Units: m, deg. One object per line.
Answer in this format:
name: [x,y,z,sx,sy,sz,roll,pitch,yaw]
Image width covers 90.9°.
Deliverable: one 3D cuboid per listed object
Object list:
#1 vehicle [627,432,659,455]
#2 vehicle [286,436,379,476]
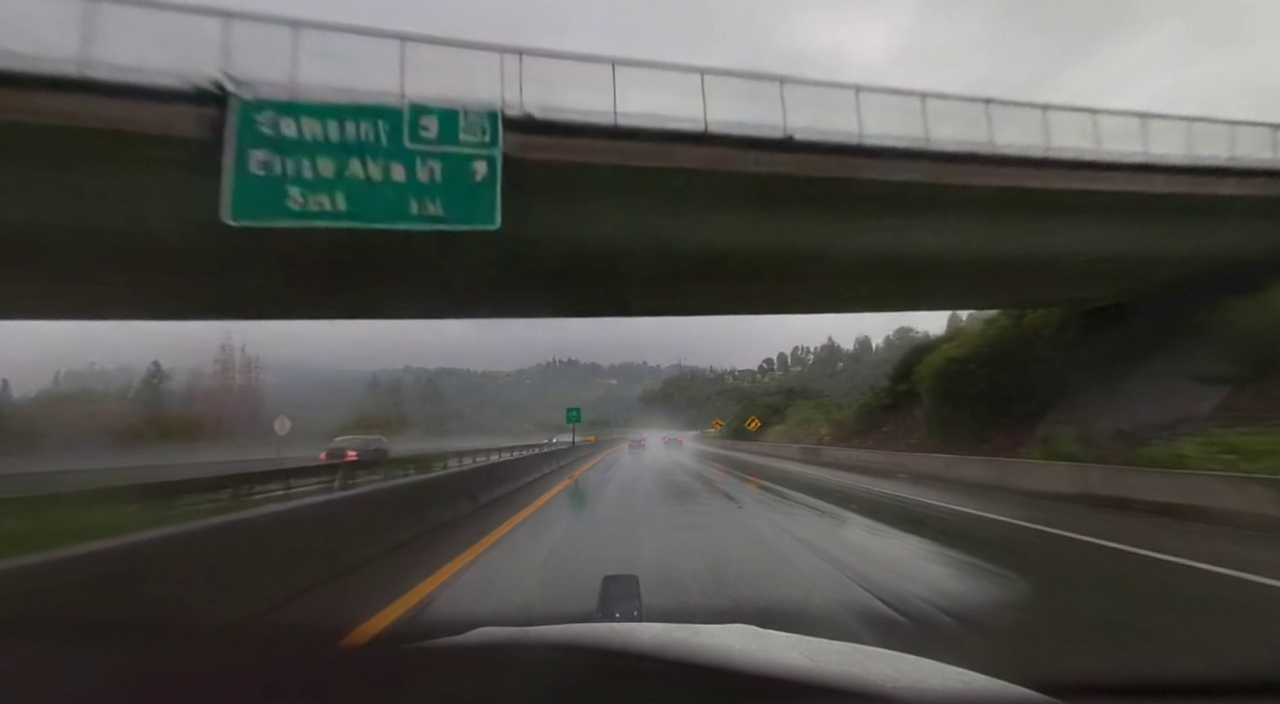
vehicle: [0.137,6.105,42.268,1.981,1.490,3.449,0,-8,-3]
vehicle: [-12.702,4.298,26.314,1.832,1.512,4.087,0,-8,0]
